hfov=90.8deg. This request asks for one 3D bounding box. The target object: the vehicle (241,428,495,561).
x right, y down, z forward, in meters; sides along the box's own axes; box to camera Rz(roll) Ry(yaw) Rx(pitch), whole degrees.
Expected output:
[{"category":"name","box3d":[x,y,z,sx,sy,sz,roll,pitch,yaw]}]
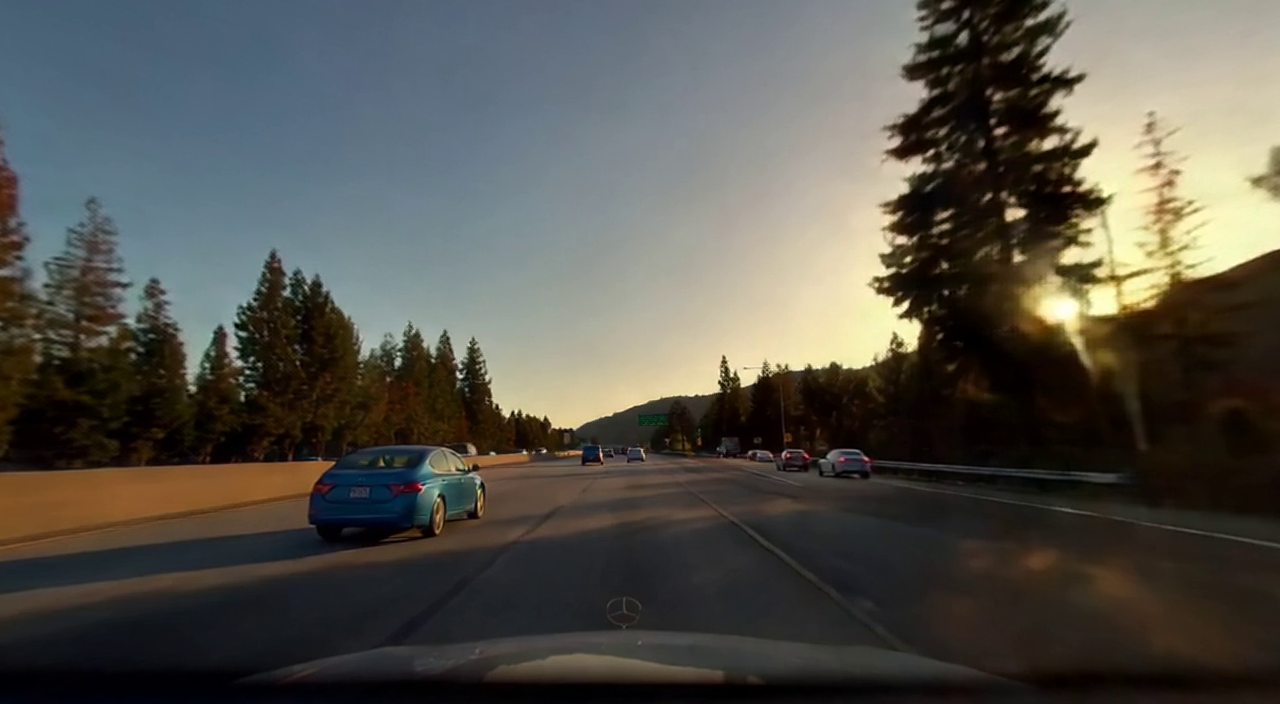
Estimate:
[{"category":"vehicle","box3d":[-3.707,2.010,9.613,2.020,1.554,4.137,0,-9,0]}]

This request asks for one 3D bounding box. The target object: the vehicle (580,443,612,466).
[{"category":"vehicle","box3d":[-3.436,8.093,49.838,2.206,1.683,4.300,0,-9,0]}]

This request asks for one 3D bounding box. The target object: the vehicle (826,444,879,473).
[{"category":"vehicle","box3d":[14.259,7.186,42.737,2.278,1.816,5.666,-1,-9,7]}]

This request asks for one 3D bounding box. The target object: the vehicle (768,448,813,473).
[{"category":"vehicle","box3d":[9.637,6.947,40.774,1.940,1.496,4.992,-1,-9,3]}]
